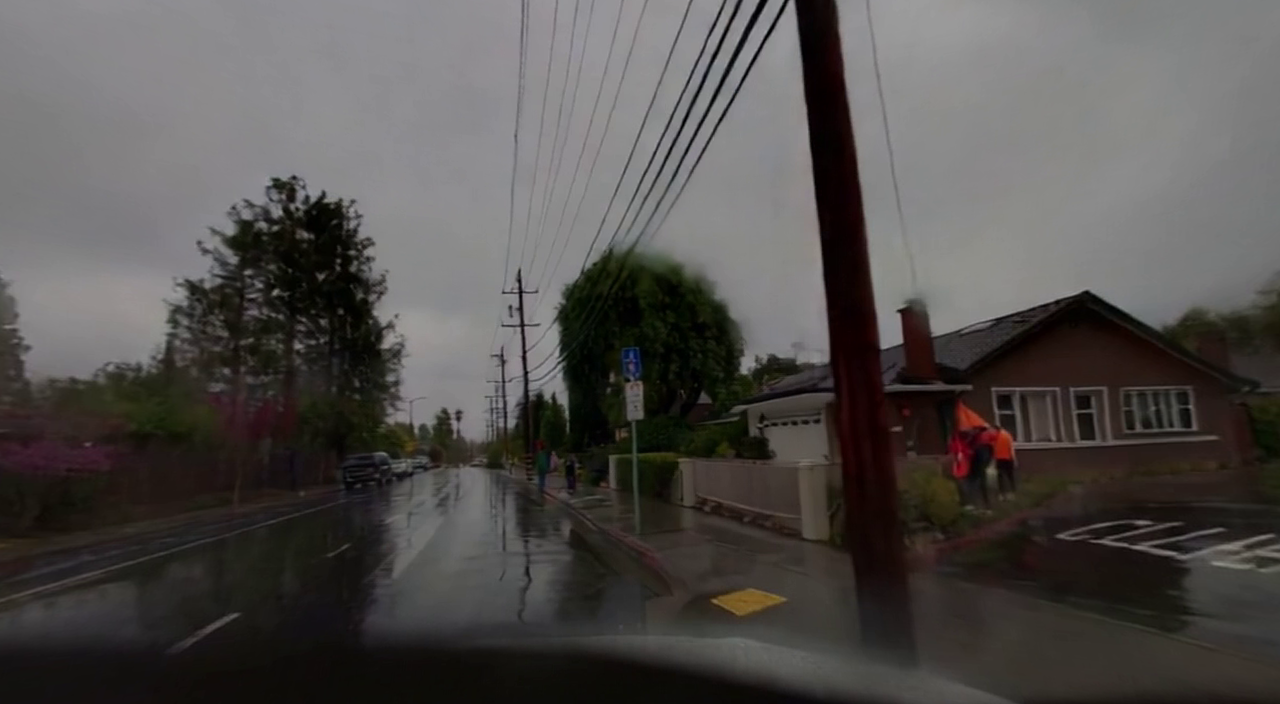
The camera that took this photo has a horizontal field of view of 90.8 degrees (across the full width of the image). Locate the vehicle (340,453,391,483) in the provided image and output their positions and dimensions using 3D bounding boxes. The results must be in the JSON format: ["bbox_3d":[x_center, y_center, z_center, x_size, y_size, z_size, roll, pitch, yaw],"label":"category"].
[{"bbox_3d":[-17.858,7.540,41.343,2.203,1.787,4.704,2,-9,-14],"label":"vehicle"}]
